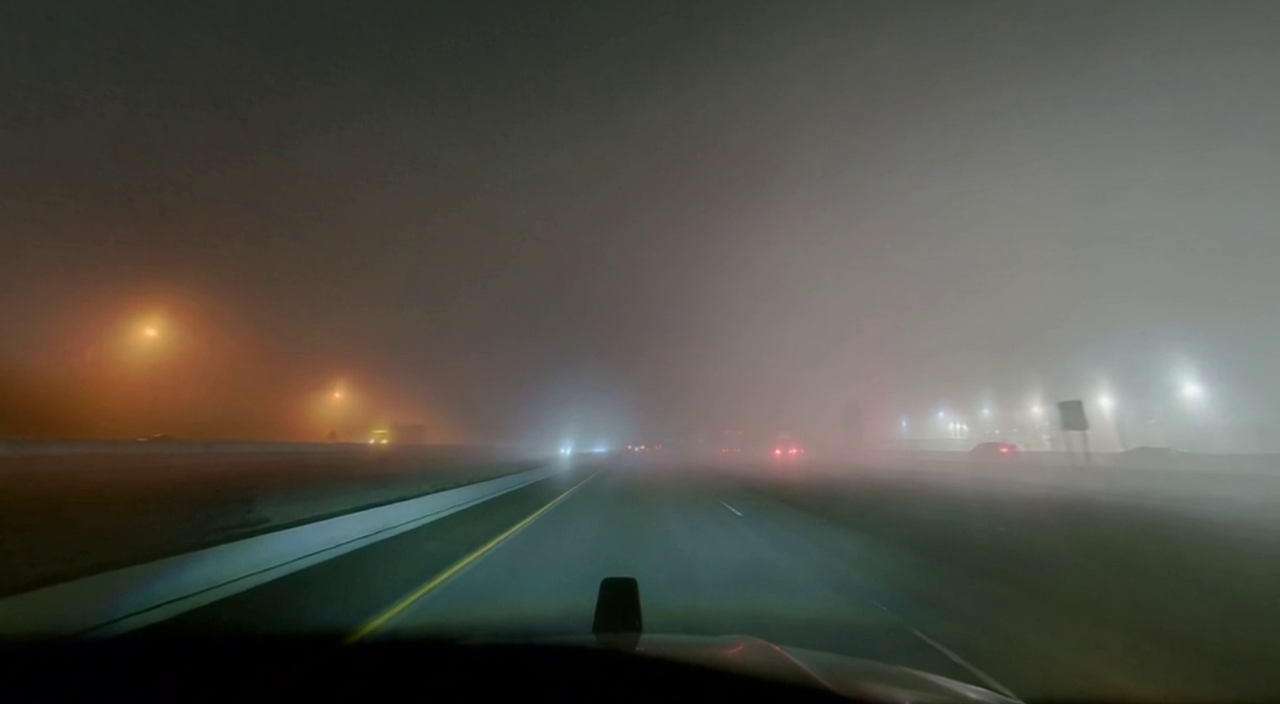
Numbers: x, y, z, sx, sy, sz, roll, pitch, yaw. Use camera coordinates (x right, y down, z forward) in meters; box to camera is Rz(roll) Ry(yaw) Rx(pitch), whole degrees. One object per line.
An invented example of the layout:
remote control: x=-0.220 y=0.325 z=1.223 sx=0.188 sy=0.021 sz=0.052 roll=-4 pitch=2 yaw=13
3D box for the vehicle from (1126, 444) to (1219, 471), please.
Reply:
vehicle: x=35.381 y=7.005 z=42.033 sx=1.927 sy=1.631 sz=4.803 roll=0 pitch=-8 yaw=-1

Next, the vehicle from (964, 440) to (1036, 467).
vehicle: x=27.161 y=7.663 z=47.765 sx=2.074 sy=1.881 sz=5.056 roll=1 pitch=-8 yaw=-6
